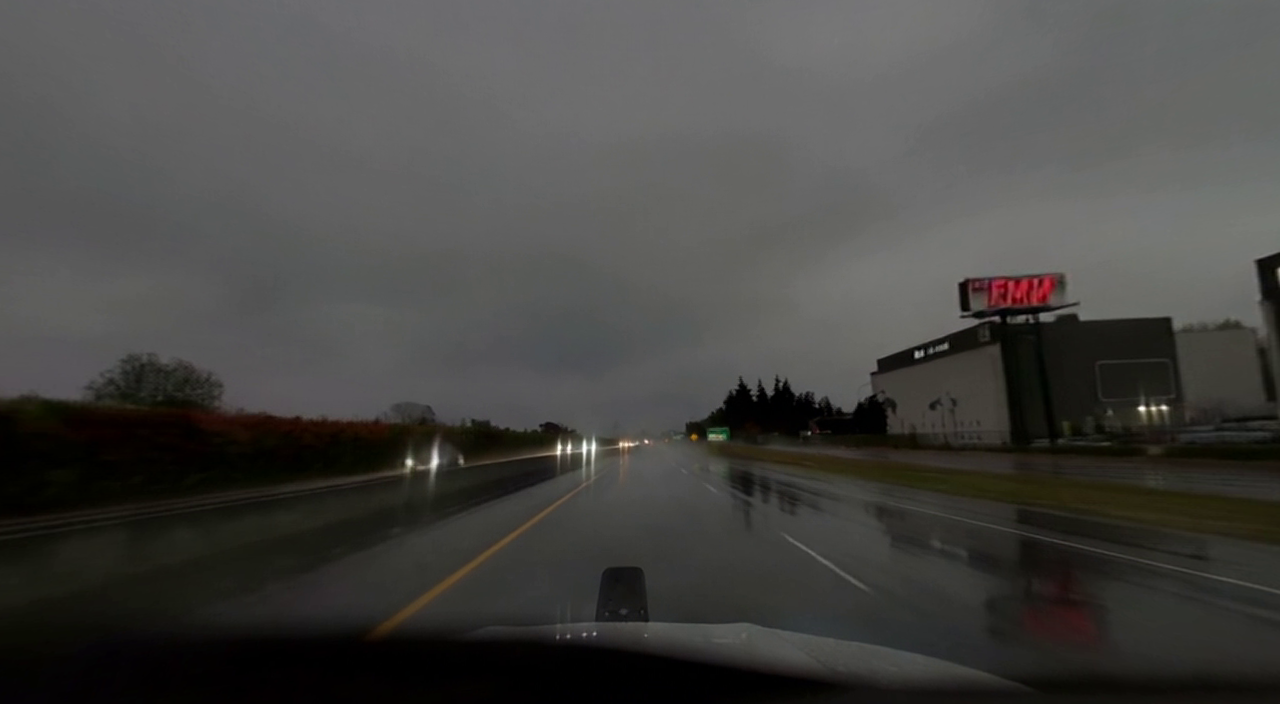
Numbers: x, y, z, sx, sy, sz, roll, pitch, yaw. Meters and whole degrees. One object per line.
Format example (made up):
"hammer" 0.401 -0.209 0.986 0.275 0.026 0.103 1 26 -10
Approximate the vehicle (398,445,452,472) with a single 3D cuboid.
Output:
"vehicle" -14.422 7.147 42.642 1.936 1.715 4.646 0 -8 1
